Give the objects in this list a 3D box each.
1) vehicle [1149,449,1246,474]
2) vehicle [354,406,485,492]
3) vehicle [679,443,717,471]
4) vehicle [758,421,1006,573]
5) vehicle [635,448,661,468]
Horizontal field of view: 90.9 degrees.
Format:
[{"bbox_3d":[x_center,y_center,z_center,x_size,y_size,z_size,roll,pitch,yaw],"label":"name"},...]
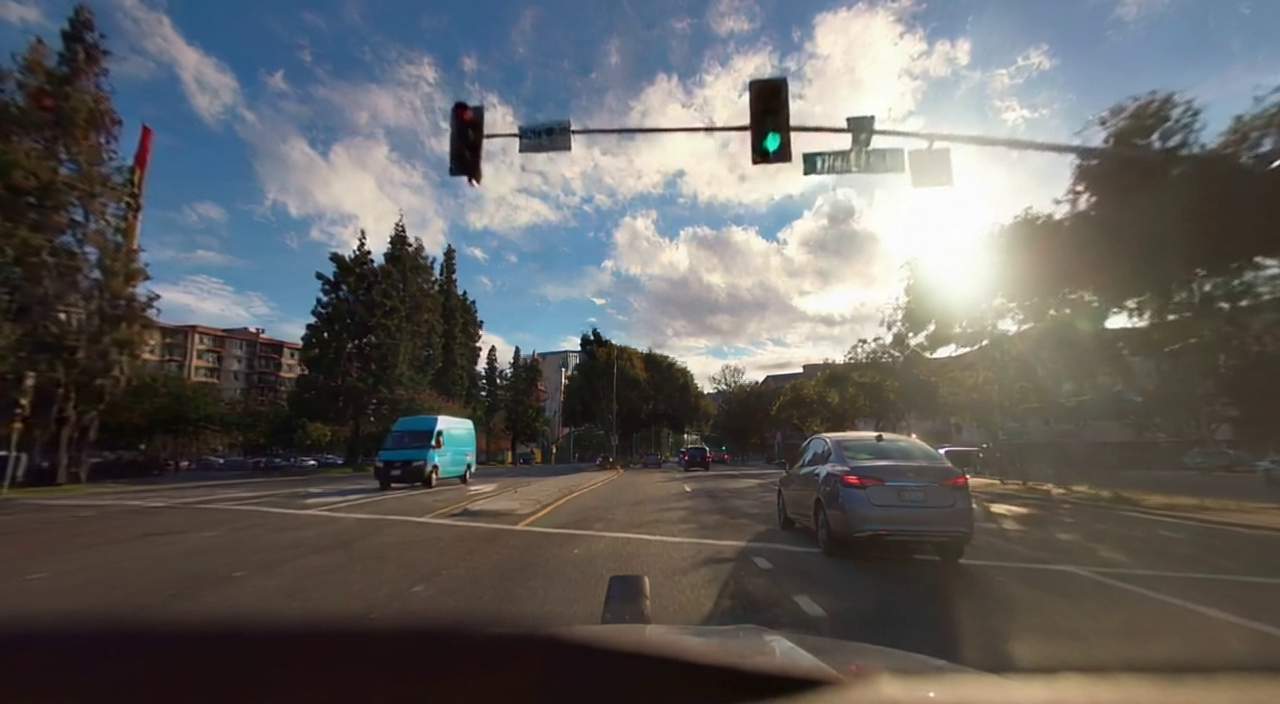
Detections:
[{"bbox_3d":[35.627,6.983,40.395,1.898,1.530,4.215,2,-9,-12],"label":"vehicle"},{"bbox_3d":[-8.351,3.829,24.932,2.524,2.885,6.868,1,-9,1],"label":"vehicle"},{"bbox_3d":[3.967,7.278,43.847,2.154,1.844,4.634,0,-9,0],"label":"vehicle"},{"bbox_3d":[3.016,1.881,8.908,1.901,1.634,3.952,0,-9,0],"label":"vehicle"},{"bbox_3d":[0.627,8.227,49.080,1.991,1.477,3.814,0,-9,1],"label":"vehicle"}]
